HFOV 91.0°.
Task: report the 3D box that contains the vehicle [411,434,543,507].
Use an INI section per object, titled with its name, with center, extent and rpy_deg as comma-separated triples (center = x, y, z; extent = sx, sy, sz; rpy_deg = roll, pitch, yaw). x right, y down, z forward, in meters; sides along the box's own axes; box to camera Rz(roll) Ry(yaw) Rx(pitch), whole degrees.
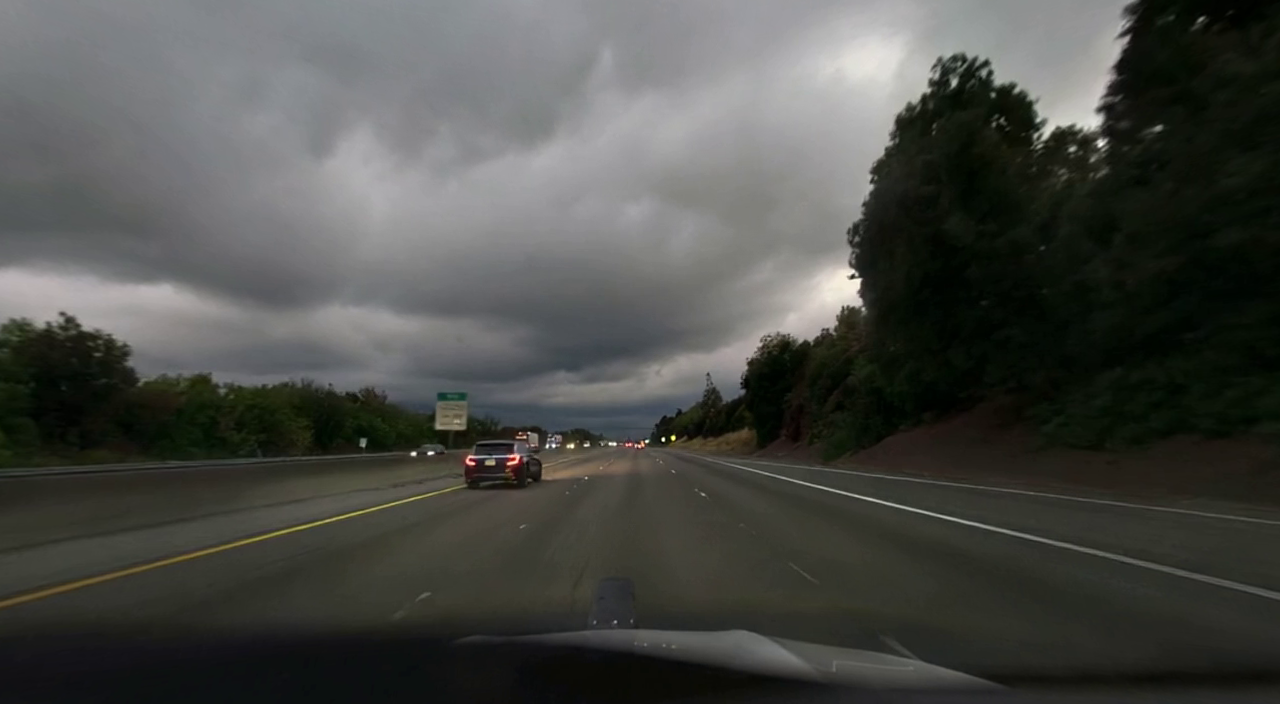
[vehicle]
center = -3.912, 2.922, 16.037
extent = 2.158, 1.562, 4.373
rpy_deg = -1, -8, 1
